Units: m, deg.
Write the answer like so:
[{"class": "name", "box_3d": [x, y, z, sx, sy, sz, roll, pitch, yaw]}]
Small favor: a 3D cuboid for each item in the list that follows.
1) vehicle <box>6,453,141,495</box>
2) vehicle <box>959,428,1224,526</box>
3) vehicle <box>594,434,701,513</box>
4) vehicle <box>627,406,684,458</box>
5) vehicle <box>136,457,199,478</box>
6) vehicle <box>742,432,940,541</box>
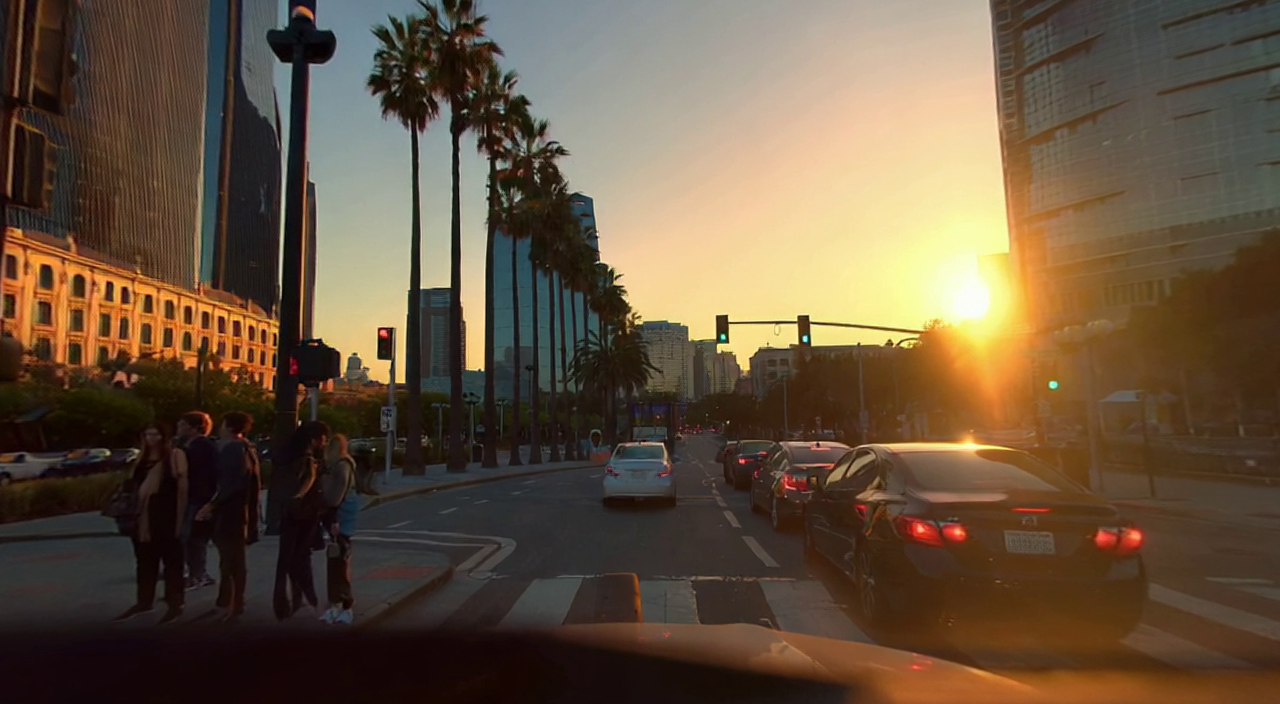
[{"class": "vehicle", "box_3d": [-26.704, 5.723, 29.954, 2.105, 1.793, 4.812, 0, -9, -4]}, {"class": "vehicle", "box_3d": [8.180, 2.283, 12.050, 1.859, 1.508, 4.259, 0, -9, -1]}, {"class": "vehicle", "box_3d": [0.179, 2.624, 14.000, 2.048, 1.503, 3.681, 0, -9, 1]}, {"class": "vehicle", "box_3d": [0.832, 3.751, 29.112, 2.230, 2.158, 5.498, -1, -9, 5]}, {"class": "vehicle", "box_3d": [-36.835, 9.006, 49.226, 1.700, 1.527, 4.445, 1, -9, -4]}, {"class": "vehicle", "box_3d": [3.103, 2.171, 10.838, 1.913, 1.469, 4.425, 0, -9, -1]}]
